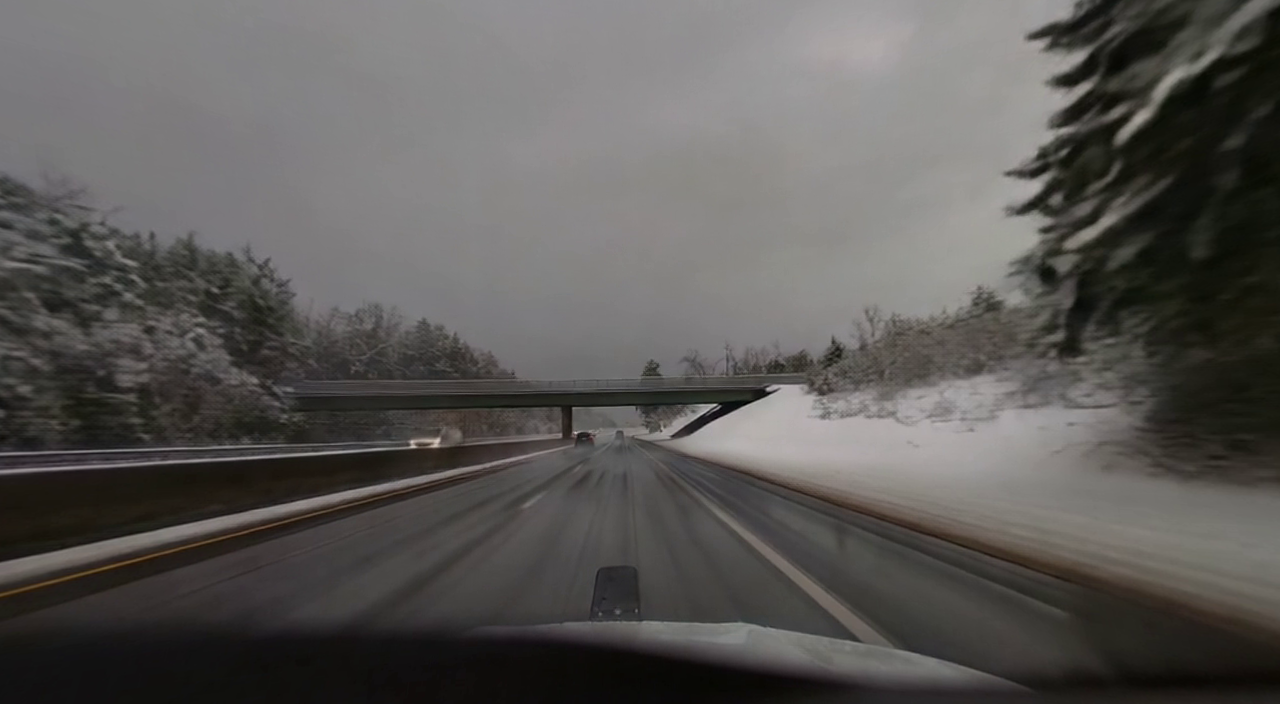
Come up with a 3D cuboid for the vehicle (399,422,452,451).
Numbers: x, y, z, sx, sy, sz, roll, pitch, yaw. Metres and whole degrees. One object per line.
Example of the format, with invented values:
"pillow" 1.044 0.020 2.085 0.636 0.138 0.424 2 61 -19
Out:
"vehicle" -15.204 6.004 44.773 2.108 1.915 4.828 0 -8 0
